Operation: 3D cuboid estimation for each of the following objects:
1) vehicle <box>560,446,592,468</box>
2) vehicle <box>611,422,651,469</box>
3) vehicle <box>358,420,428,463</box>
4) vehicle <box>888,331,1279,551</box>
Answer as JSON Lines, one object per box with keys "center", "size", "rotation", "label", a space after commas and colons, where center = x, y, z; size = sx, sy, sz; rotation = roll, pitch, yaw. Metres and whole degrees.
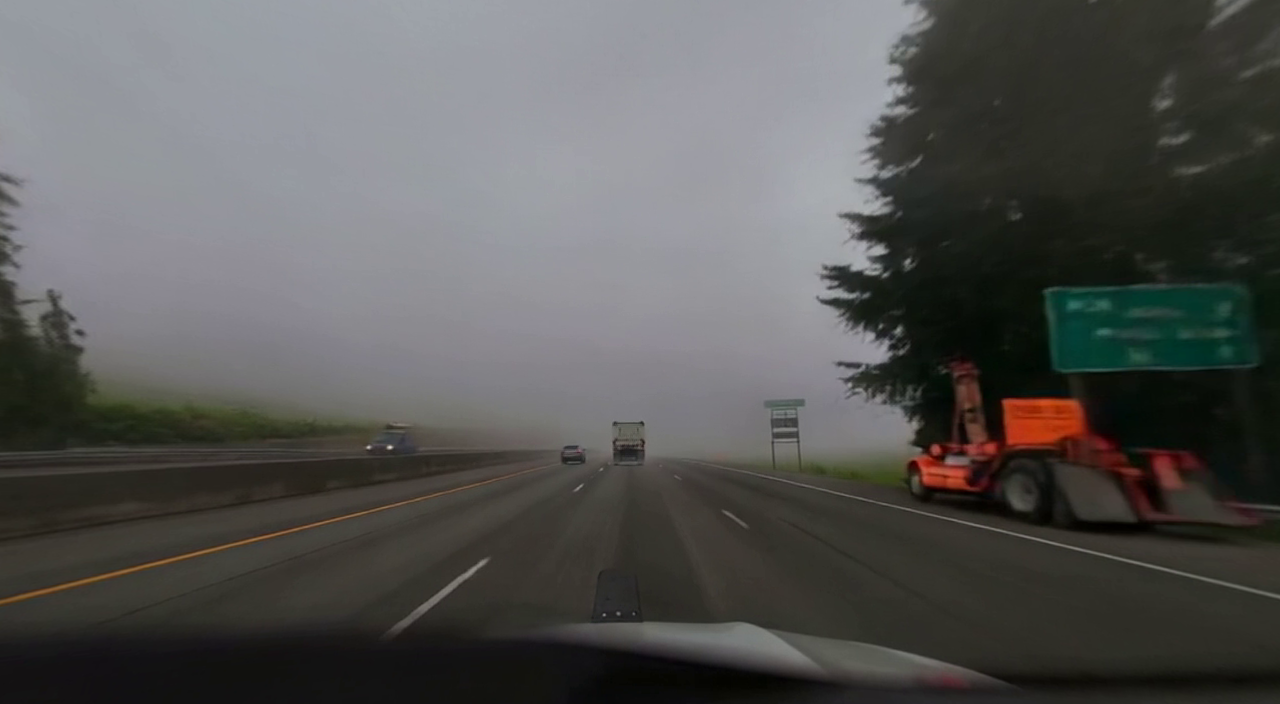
{"center": [-4.606, 7.663, 46.198], "size": [1.991, 1.484, 4.110], "rotation": [0, -9, -1], "label": "vehicle"}
{"center": [-0.727, 6.777, 45.607], "size": [2.672, 3.056, 6.900], "rotation": [0, -9, -2], "label": "vehicle"}
{"center": [-15.700, 5.784, 40.510], "size": [2.189, 2.529, 5.808], "rotation": [0, -9, -1], "label": "vehicle"}
{"center": [6.996, 1.602, 11.323], "size": [2.419, 2.874, 6.010], "rotation": [0, -9, -2], "label": "vehicle"}
